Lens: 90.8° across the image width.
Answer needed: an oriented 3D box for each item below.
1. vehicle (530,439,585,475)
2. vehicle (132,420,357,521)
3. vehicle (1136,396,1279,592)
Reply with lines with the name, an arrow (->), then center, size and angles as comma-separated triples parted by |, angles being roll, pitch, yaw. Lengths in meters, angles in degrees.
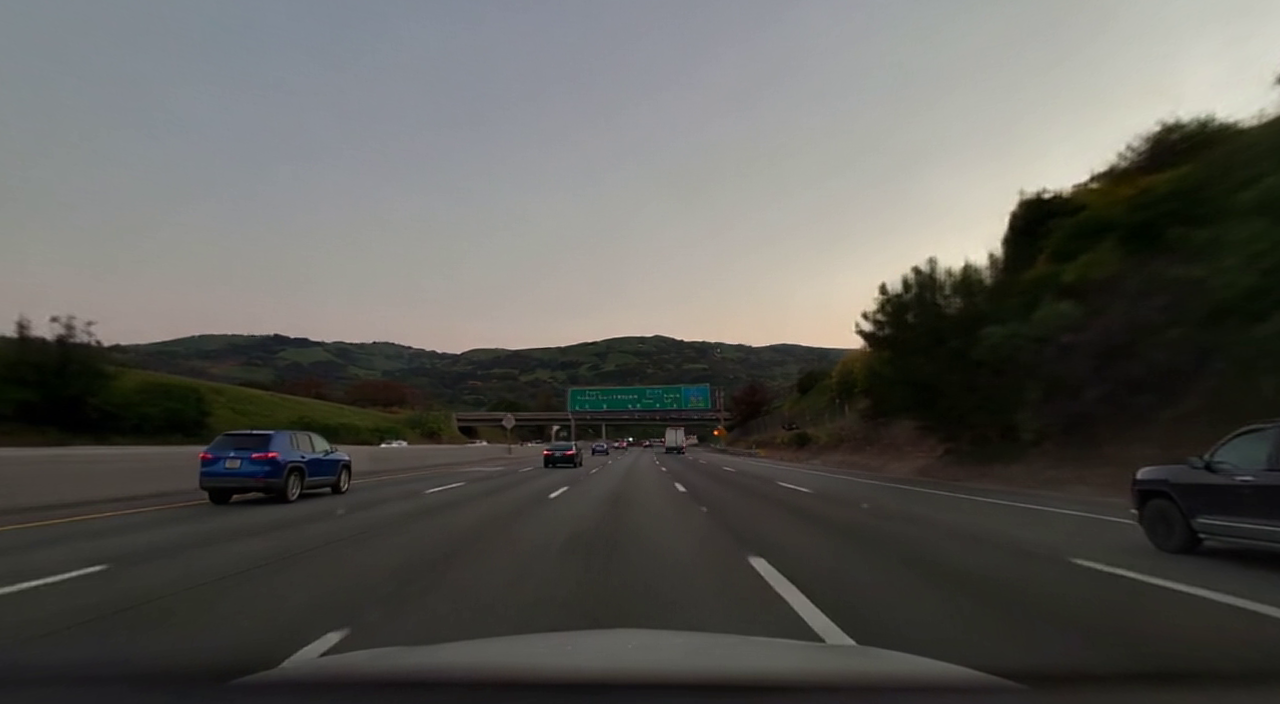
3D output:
vehicle -> -3.689, 4.769, 28.957 | 1.925, 1.509, 4.363 | 0, -9, 0
vehicle -> -7.644, 2.324, 12.840 | 1.860, 1.694, 4.173 | 0, -9, -1
vehicle -> 6.667, 1.147, 4.864 | 1.950, 1.719, 4.545 | 0, -9, 0
